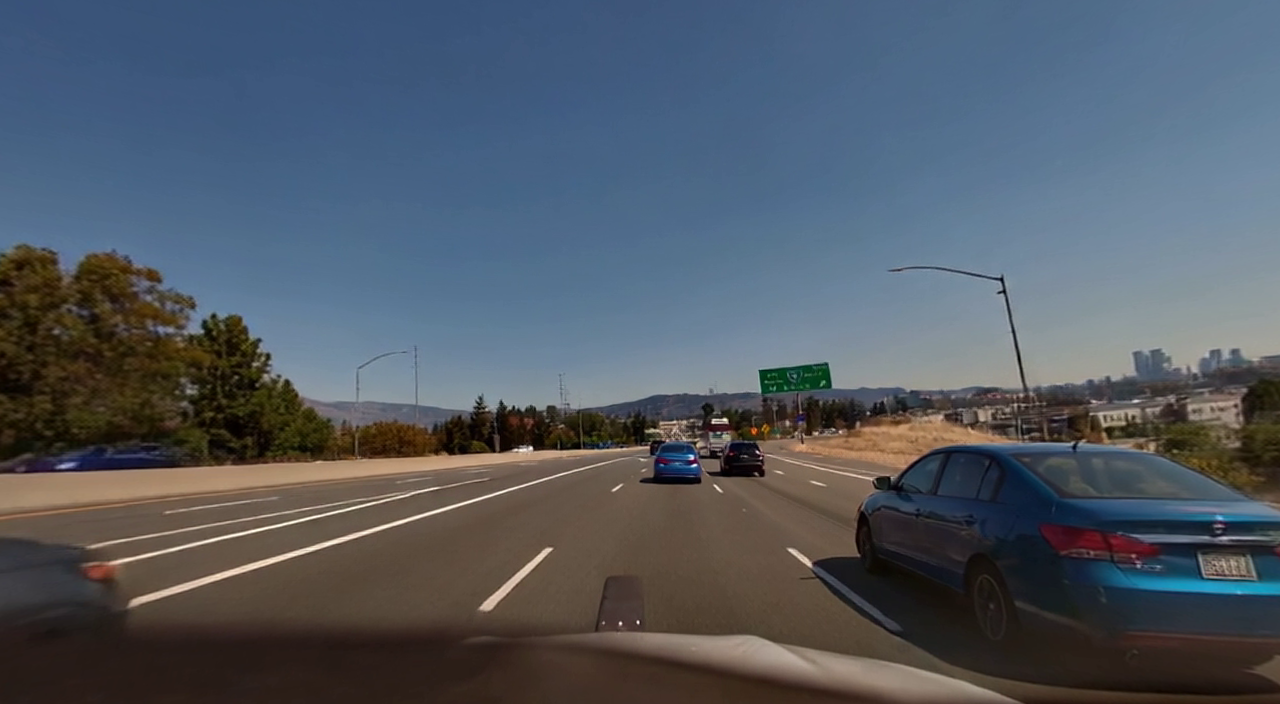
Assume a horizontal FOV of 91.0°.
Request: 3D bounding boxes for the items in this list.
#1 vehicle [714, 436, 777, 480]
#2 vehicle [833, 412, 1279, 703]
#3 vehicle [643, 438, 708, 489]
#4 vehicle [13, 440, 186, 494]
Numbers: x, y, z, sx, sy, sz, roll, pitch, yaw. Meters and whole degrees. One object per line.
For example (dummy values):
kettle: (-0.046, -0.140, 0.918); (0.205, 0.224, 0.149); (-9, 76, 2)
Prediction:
vehicle: (4.365, 4.489, 26.777); (2.076, 1.684, 4.241); (0, -9, 2)
vehicle: (3.181, 1.347, 4.867); (2.009, 1.489, 4.559); (0, -9, 1)
vehicle: (1.232, 3.874, 22.196); (2.074, 1.614, 3.803); (0, -9, 3)
vehicle: (-18.861, 4.008, 22.328); (1.956, 1.688, 4.466); (0, -9, 3)
